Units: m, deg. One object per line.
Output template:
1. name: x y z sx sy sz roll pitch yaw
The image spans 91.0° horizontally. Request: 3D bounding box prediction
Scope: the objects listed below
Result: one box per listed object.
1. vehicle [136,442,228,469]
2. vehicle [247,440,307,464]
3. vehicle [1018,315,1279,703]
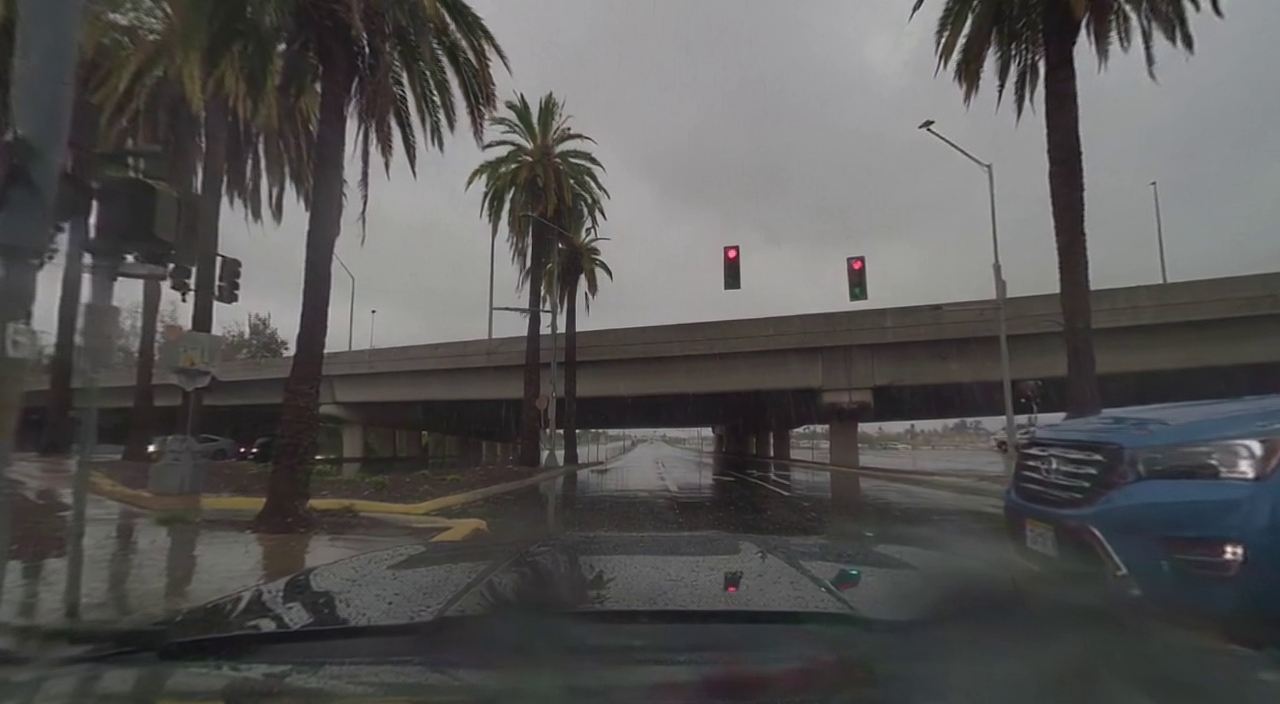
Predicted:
1. vehicle: -26.554 6.021 36.681 1.830 1.443 4.551 0 -9 2
2. vehicle: -26.260 7.212 45.640 1.941 1.631 4.017 0 -9 0
3. vehicle: 3.445 0.631 1.602 2.028 1.770 4.737 0 -9 1
